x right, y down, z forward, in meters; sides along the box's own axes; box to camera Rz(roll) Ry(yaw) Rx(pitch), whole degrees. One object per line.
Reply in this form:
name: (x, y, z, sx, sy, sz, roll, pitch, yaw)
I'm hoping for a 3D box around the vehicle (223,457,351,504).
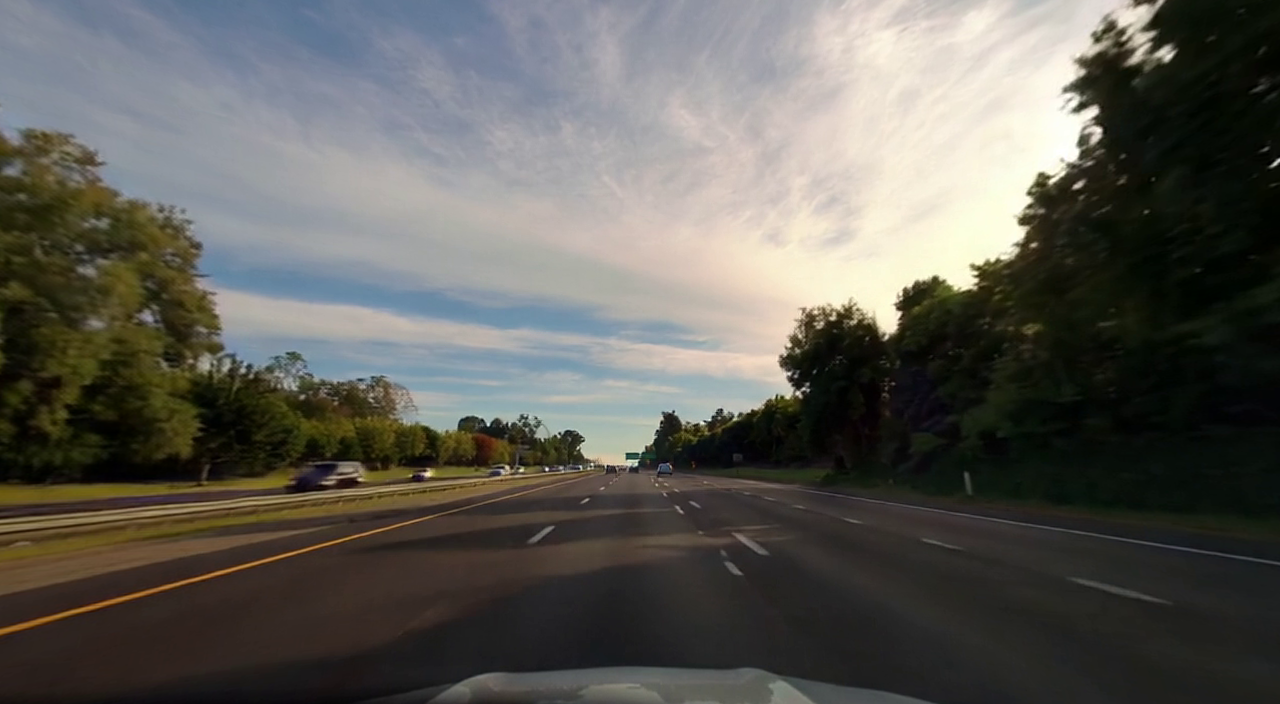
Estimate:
vehicle: (-12.441, 4.570, 22.518, 1.993, 1.464, 4.416, 1, -10, 0)
